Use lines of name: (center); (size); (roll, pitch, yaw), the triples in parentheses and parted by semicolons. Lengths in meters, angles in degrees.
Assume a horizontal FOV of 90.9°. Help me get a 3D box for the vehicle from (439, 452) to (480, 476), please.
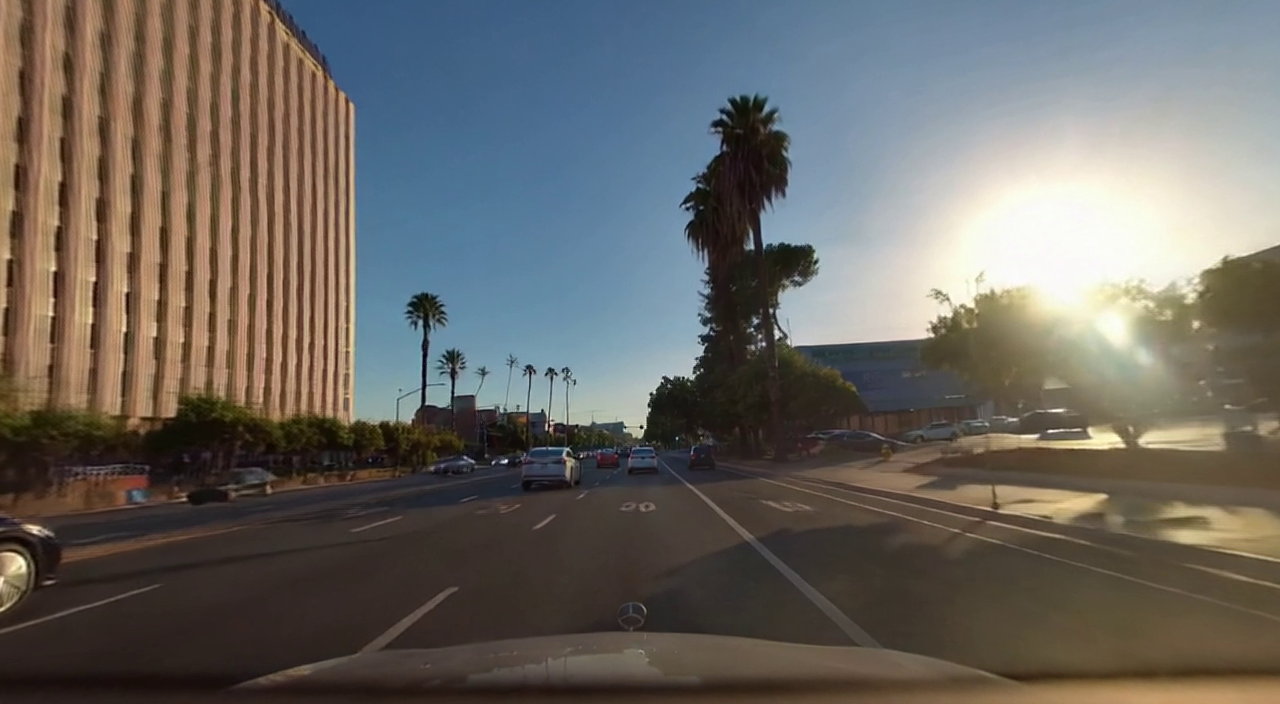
vehicle: (-13.869, 8.609, 48.632); (1.841, 1.697, 4.289); (-1, -9, 1)

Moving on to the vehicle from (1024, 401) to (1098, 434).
vehicle: (23.728, 3.748, 35.485); (4.448, 1.701, 1.954); (6, -11, -36)

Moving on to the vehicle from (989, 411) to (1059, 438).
vehicle: (23.546, 4.468, 38.580); (4.576, 1.511, 1.801); (5, -10, -34)

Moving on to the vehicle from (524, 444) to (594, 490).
vehicle: (-2.862, 4.186, 23.244); (1.908, 1.505, 4.369); (-1, -9, 2)

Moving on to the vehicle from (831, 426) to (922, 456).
vehicle: (12.943, 4.849, 34.432); (4.749, 1.457, 1.806); (3, -11, -28)

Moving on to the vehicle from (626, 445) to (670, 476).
vehicle: (0.390, 5.616, 32.830); (2.147, 1.507, 3.953); (-1, -9, 0)

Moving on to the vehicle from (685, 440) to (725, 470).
vehicle: (4.201, 6.744, 41.397); (2.108, 1.785, 4.334); (0, -9, 0)

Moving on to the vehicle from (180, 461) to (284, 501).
vehicle: (-20.692, 6.525, 32.243); (2.016, 1.754, 4.826); (-1, -9, 1)
